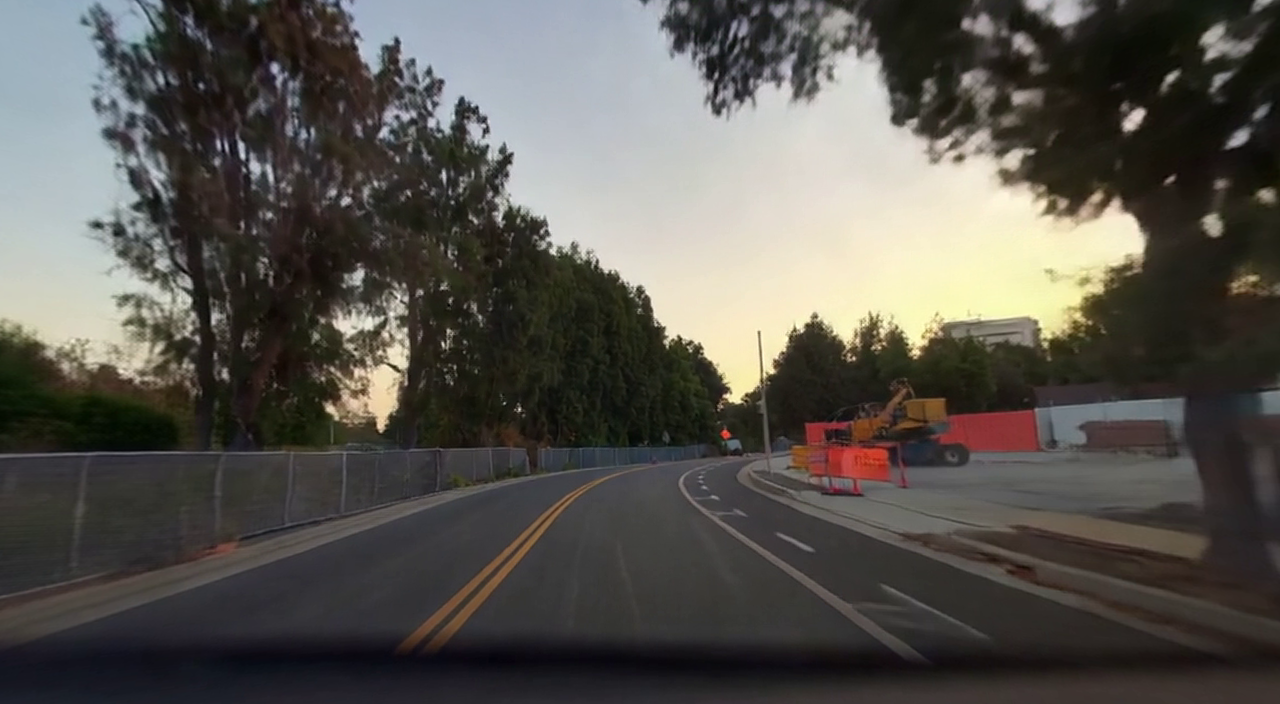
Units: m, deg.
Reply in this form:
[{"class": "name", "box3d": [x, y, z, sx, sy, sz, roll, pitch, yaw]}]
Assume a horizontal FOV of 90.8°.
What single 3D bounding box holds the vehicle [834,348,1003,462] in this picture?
[{"class": "vehicle", "box3d": [10.667, 2.485, 25.879, 2.984, 3.691, 10.409, -2, -9, 5]}]
